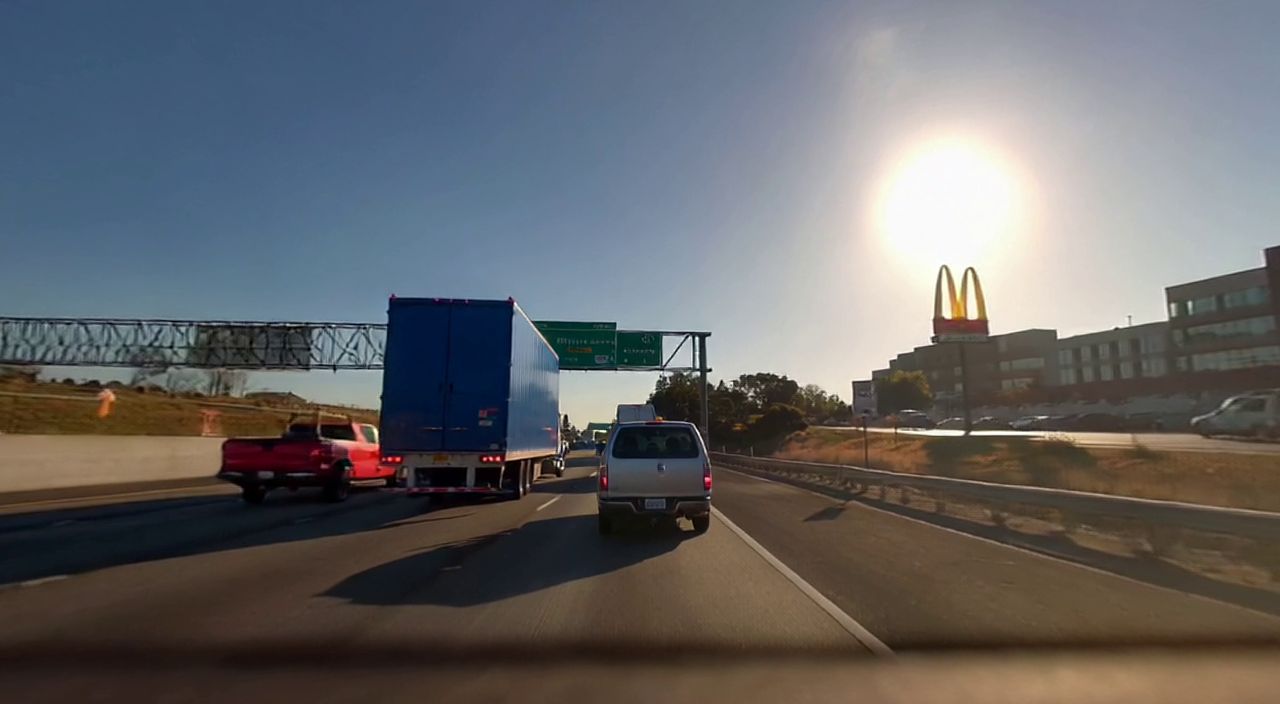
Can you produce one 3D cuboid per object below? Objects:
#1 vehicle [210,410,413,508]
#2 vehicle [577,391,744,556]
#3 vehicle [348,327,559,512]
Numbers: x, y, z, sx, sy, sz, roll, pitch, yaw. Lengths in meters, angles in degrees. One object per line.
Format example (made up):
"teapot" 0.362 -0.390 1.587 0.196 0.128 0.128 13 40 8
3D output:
"vehicle" -7.905 2.660 16.070 2.218 2.047 5.586 0 -9 -1
"vehicle" 0.148 1.717 9.466 1.947 1.910 4.040 0 -9 -3
"vehicle" -4.064 1.893 16.267 2.814 3.513 8.529 0 -9 0
